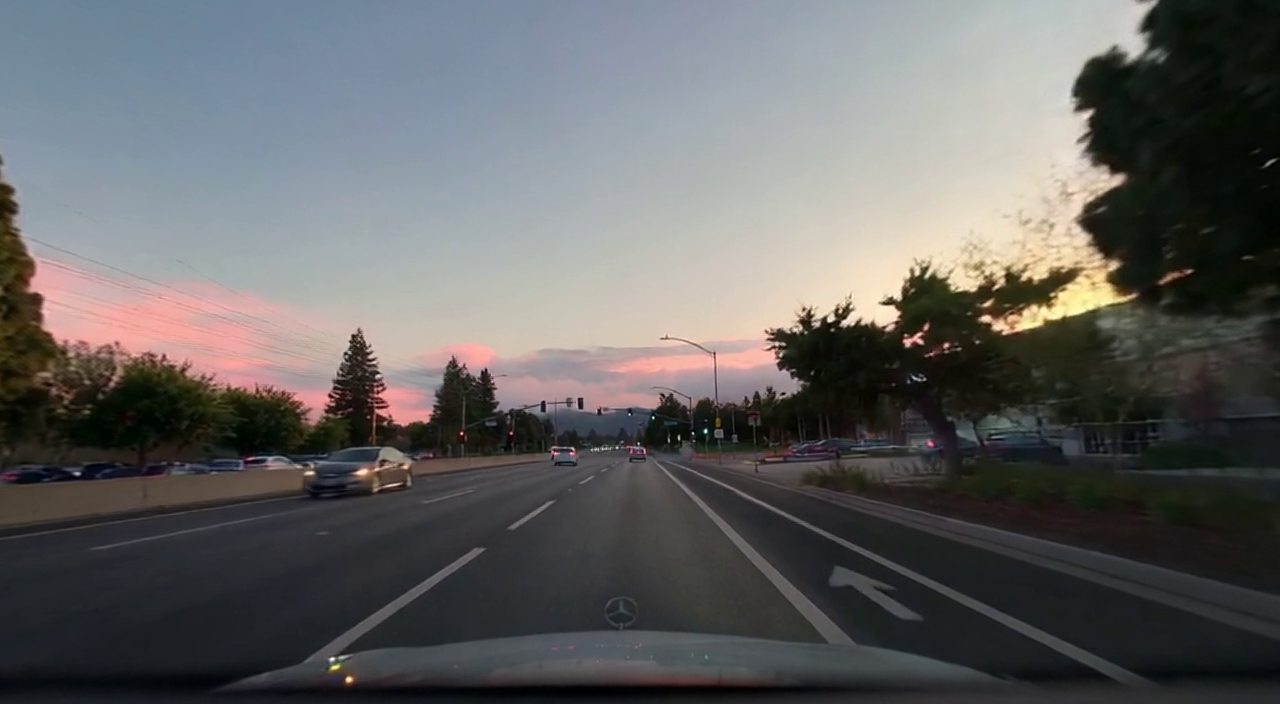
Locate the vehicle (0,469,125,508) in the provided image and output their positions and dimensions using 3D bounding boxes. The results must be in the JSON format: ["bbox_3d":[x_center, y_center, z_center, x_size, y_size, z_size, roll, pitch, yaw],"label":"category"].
[{"bbox_3d":[-25.040,5.807,27.024,4.410,1.477,1.838,-1,-9,1],"label":"vehicle"}]

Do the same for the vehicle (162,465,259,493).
[{"bbox_3d":[-25.152,7.429,37.096,4.217,1.466,1.999,0,-9,0],"label":"vehicle"}]

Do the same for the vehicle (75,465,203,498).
[{"bbox_3d":[-25.382,6.541,32.111,4.756,1.501,2.023,0,-9,0],"label":"vehicle"}]

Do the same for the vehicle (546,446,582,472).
[{"bbox_3d":[-4.430,6.311,37.434,1.928,1.451,4.219,0,-9,-4],"label":"vehicle"}]

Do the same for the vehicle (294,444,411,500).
[{"bbox_3d":[-9.902,4.139,22.209,1.971,1.744,4.399,0,-9,1],"label":"vehicle"}]

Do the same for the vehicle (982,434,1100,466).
[{"bbox_3d":[19.708,4.852,31.205,4.505,1.481,1.870,0,-9,0],"label":"vehicle"}]

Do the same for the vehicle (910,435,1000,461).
[{"bbox_3d":[19.109,5.833,38.438,4.481,1.482,1.814,0,-9,-2],"label":"vehicle"}]
